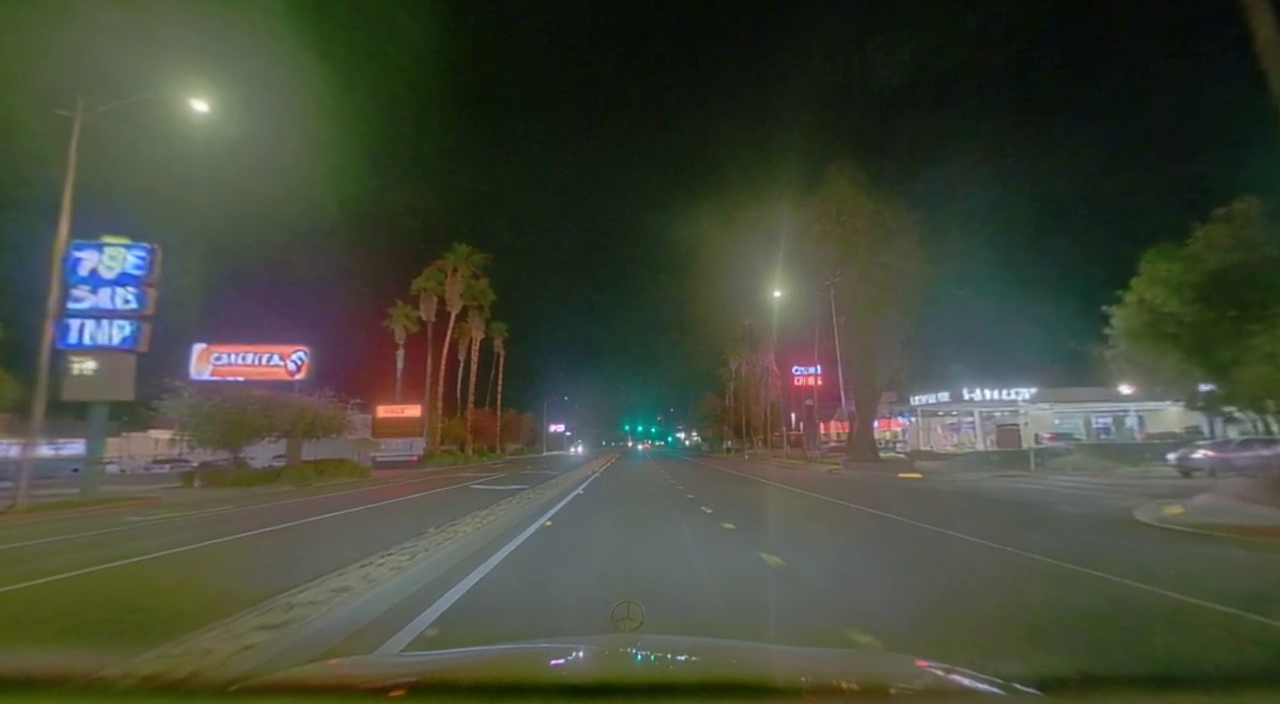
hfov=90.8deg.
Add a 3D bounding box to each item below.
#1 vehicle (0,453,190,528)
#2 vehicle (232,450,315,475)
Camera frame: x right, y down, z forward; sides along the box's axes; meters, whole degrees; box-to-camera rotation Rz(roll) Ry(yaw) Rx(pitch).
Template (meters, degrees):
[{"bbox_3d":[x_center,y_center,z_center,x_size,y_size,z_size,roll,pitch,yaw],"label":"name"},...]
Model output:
[{"bbox_3d":[-14.074,3.456,16.269,1.946,1.489,4.435,-4,-8,-4],"label":"vehicle"},{"bbox_3d":[-27.677,8.343,47.881,4.922,1.751,2.195,3,-9,-16],"label":"vehicle"}]
